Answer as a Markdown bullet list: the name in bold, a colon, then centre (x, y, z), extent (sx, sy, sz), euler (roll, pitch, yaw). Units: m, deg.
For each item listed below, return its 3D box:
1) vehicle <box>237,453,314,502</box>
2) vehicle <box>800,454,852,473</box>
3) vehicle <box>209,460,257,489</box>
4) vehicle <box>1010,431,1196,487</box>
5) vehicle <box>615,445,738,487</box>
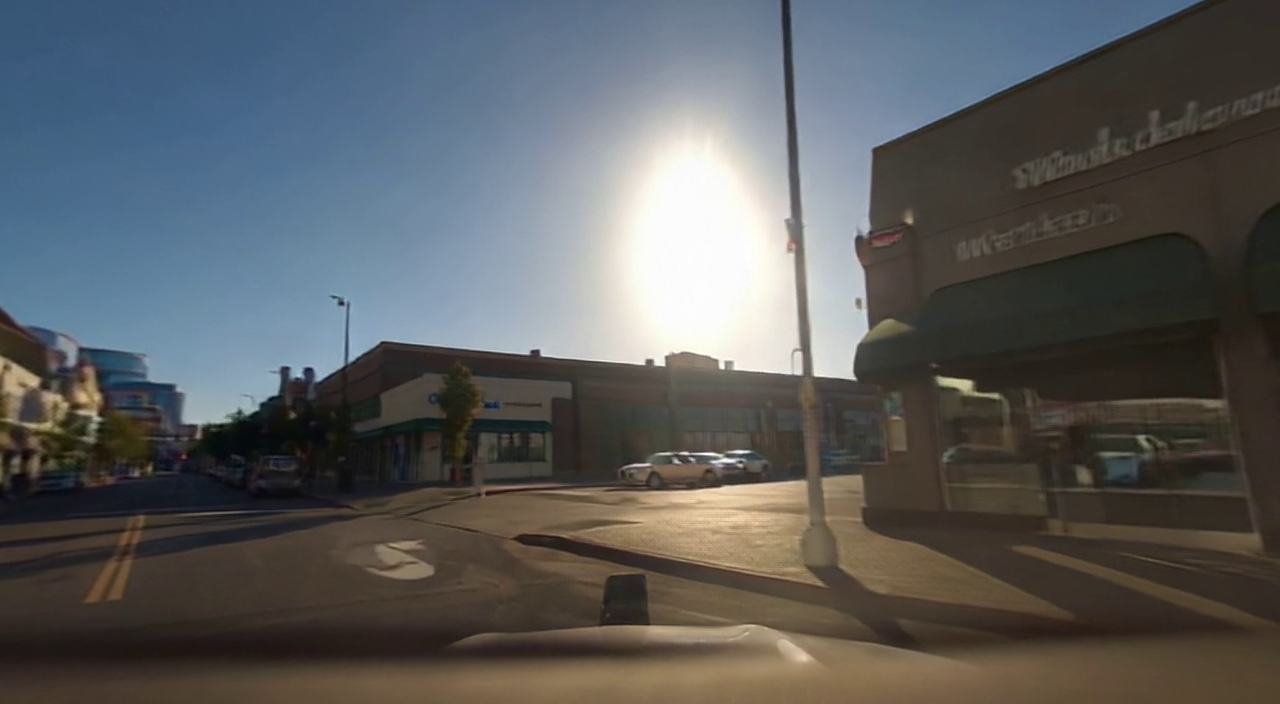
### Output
- **vehicle**: centre (-16.539, 5.580, 28.474), extent (2.150, 2.013, 4.748), euler (7, -12, -38)
- **vehicle**: centre (14.530, 8.749, 49.379), extent (1.557, 1.372, 3.538), euler (7, -13, -43)
- **vehicle**: centre (-27.441, 8.199, 42.429), extent (2.053, 1.691, 4.194), euler (7, -11, -40)
- **vehicle**: centre (15.492, 3.568, 21.293), extent (4.706, 1.663, 1.993), euler (-8, -12, 43)
- **vehicle**: centre (1.510, 4.782, 26.731), extent (4.814, 1.618, 1.869), euler (-4, -10, 27)
